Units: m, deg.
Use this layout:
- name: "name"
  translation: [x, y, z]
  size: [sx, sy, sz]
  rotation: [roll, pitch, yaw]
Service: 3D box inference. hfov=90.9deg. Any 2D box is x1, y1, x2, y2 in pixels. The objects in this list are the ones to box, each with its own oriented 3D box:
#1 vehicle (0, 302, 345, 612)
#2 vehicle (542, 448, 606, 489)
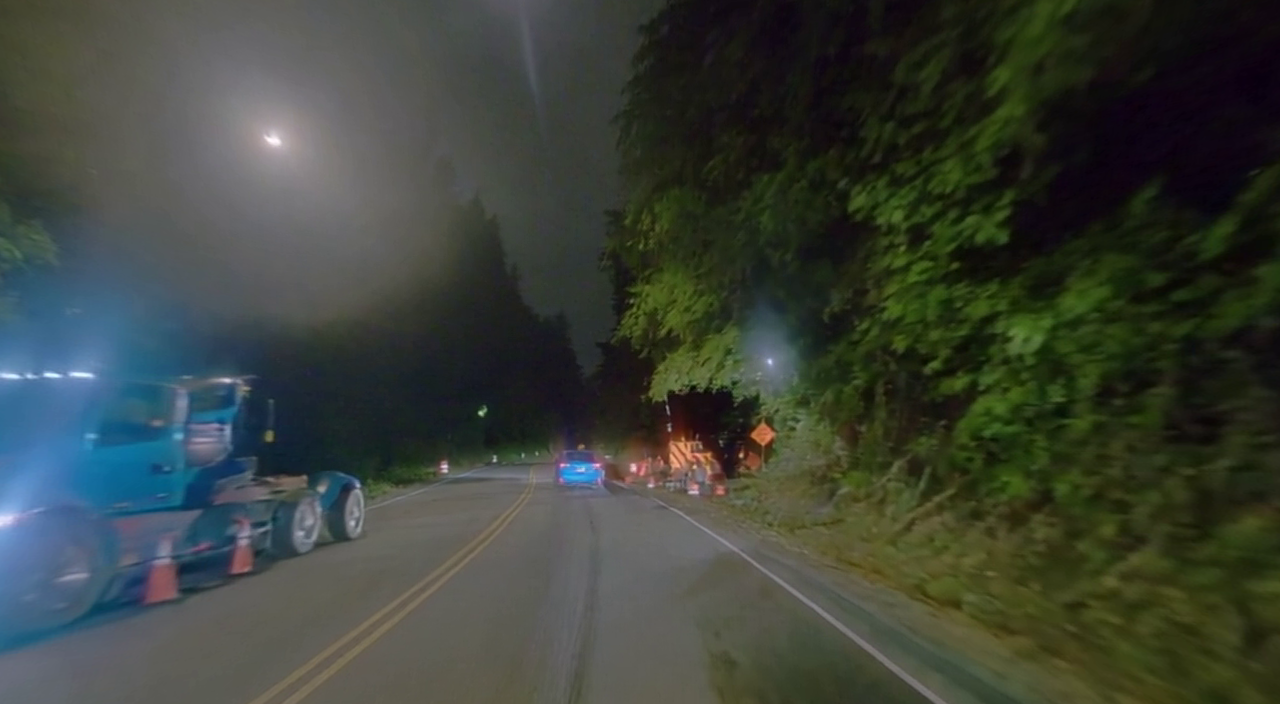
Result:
- name: "vehicle"
  translation: [-5.615, 1.149, 7.363]
  size: [2.257, 2.597, 4.069]
  rotation: [0, -9, 0]
- name: "vehicle"
  translation: [-2.750, 4.618, 25.405]
  size: [2.259, 1.503, 4.075]
  rotation: [1, -9, -10]
